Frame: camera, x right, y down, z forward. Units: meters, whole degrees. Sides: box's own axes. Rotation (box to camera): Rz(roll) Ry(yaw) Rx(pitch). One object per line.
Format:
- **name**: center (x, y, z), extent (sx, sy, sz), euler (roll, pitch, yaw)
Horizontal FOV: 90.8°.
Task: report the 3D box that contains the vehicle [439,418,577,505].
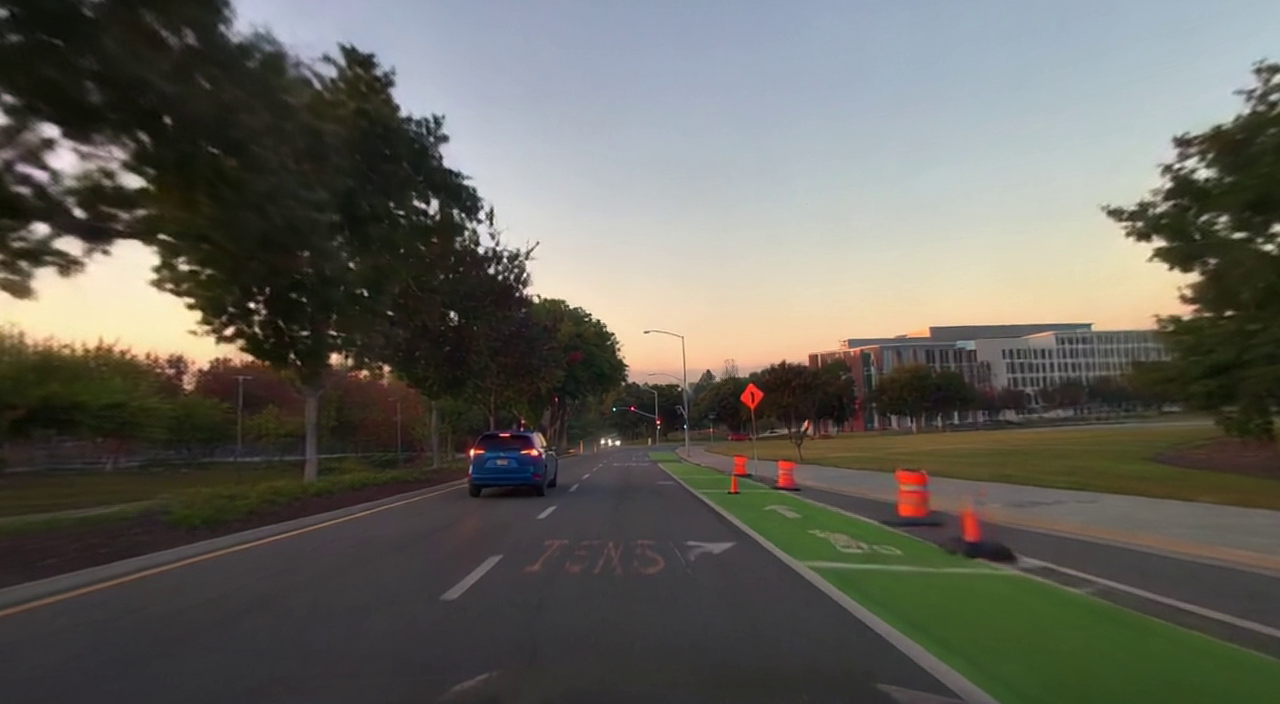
- **vehicle**: center (-2.968, 2.608, 15.448), extent (2.339, 1.790, 4.629), euler (0, -8, 1)
